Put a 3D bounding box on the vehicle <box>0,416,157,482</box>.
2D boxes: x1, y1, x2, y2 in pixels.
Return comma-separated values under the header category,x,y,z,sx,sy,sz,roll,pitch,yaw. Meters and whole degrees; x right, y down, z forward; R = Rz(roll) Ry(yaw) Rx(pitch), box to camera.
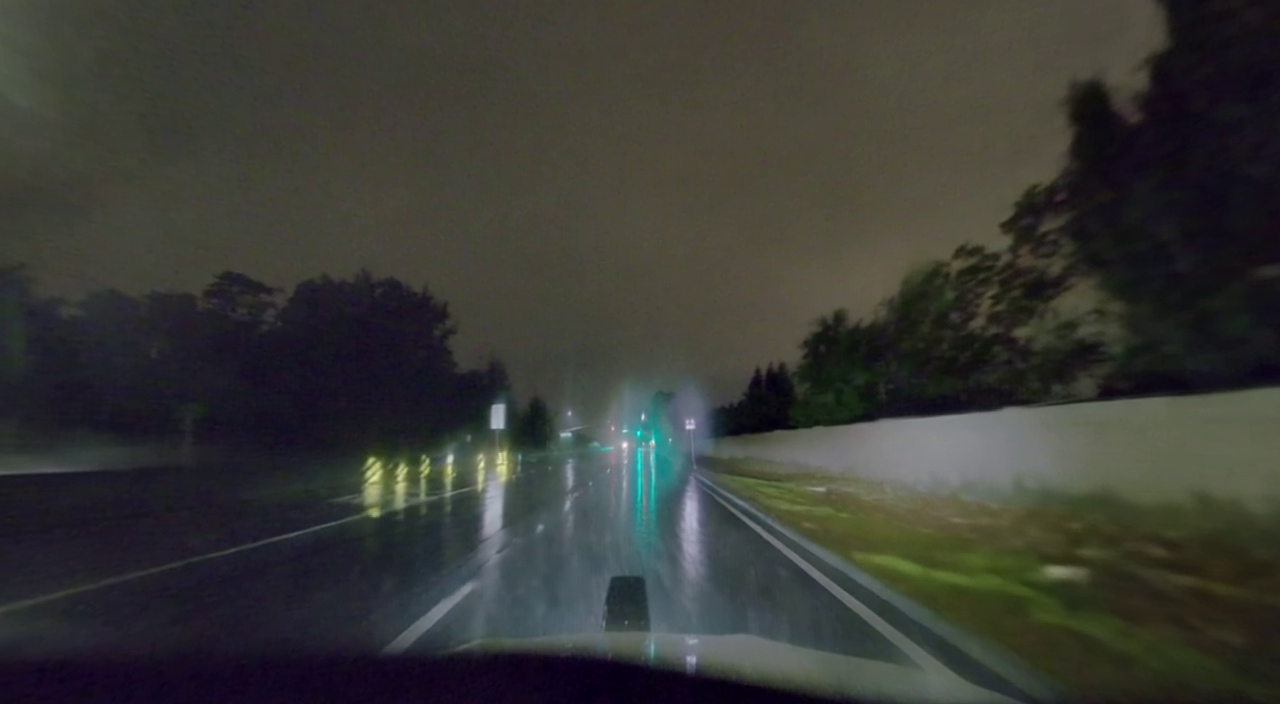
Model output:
category,x,y,z,sx,sy,sz,roll,pitch,yaw
vehicle,-41.719,6.754,44.226,2.890,4.058,17.562,1,-8,-4
